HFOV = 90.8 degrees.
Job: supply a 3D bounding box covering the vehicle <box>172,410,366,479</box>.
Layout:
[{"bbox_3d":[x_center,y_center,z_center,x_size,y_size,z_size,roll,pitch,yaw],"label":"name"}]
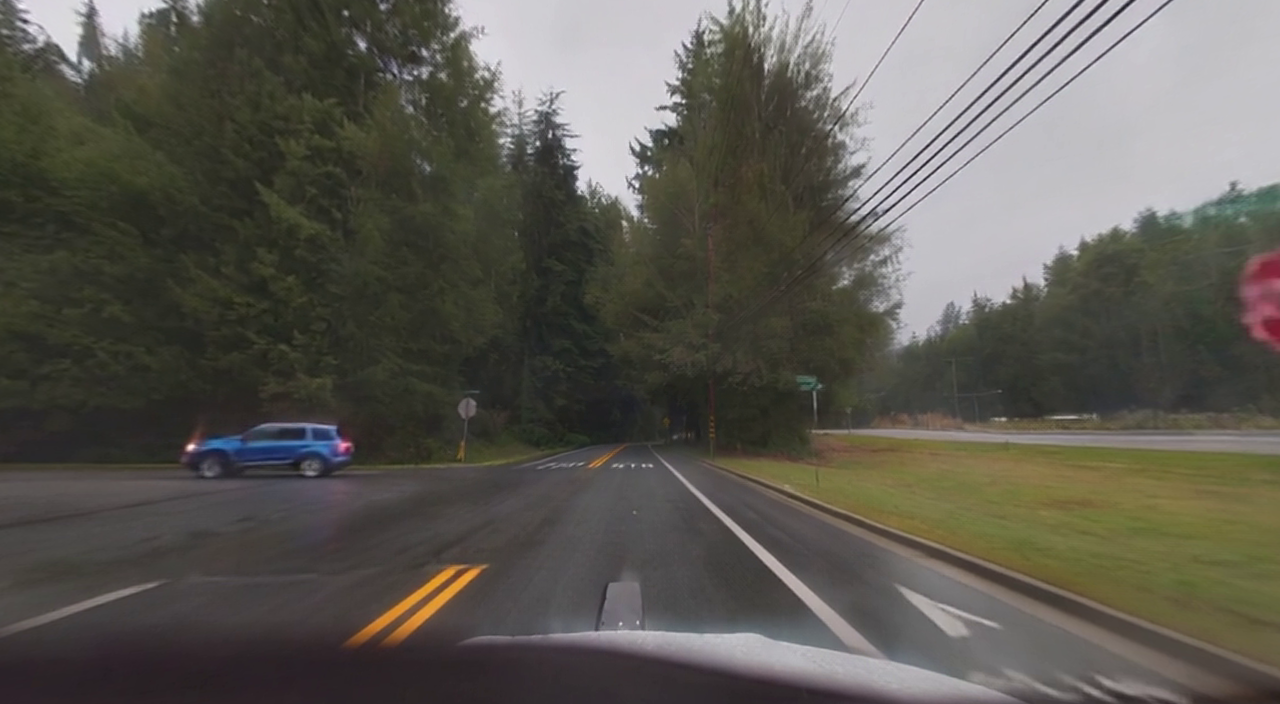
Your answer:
[{"bbox_3d":[-11.860,3.006,20.488,5.020,1.973,2.348,5,-10,-32],"label":"vehicle"}]
